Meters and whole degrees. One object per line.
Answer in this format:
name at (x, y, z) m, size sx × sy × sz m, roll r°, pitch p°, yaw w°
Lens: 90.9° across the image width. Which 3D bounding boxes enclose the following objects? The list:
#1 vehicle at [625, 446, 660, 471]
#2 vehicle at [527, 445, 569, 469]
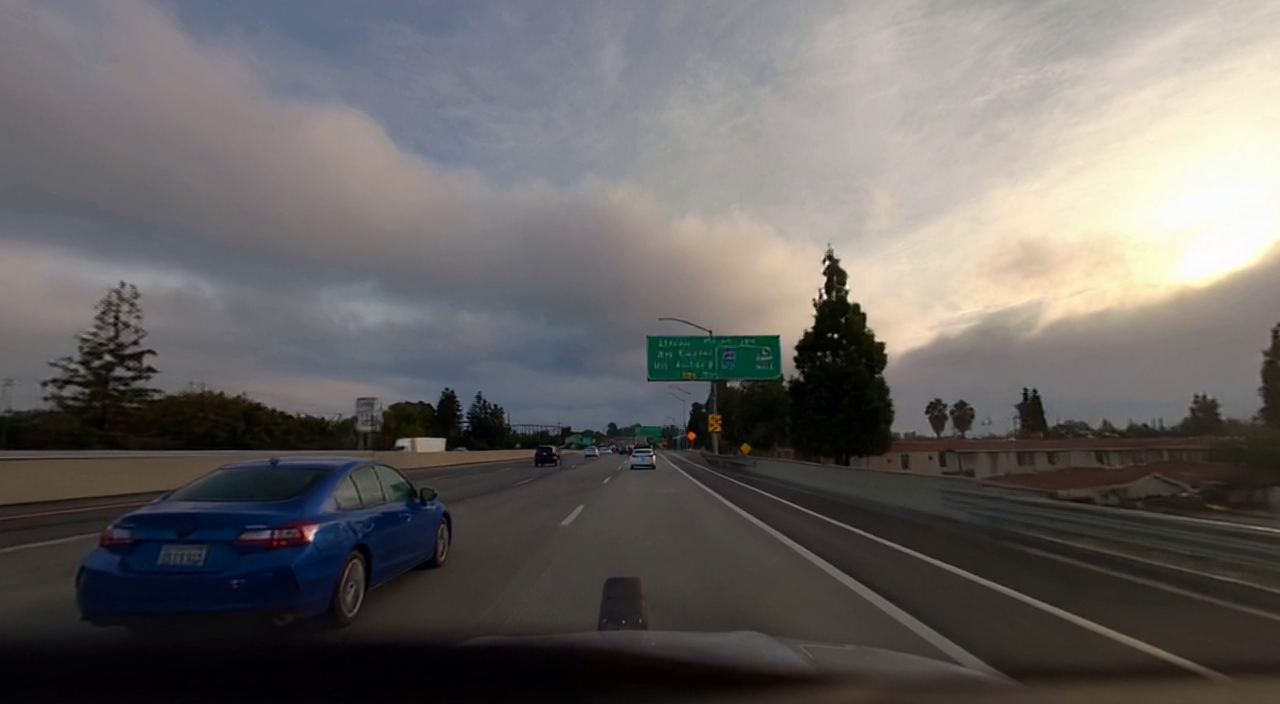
vehicle at (0.166, 6.476, 38.538) m, size 2.051 × 1.443 × 3.770 m, roll 0°, pitch -8°, yaw 0°
vehicle at (-6.173, 7.061, 42.755) m, size 2.075 × 1.528 × 4.327 m, roll 0°, pitch -8°, yaw 1°
